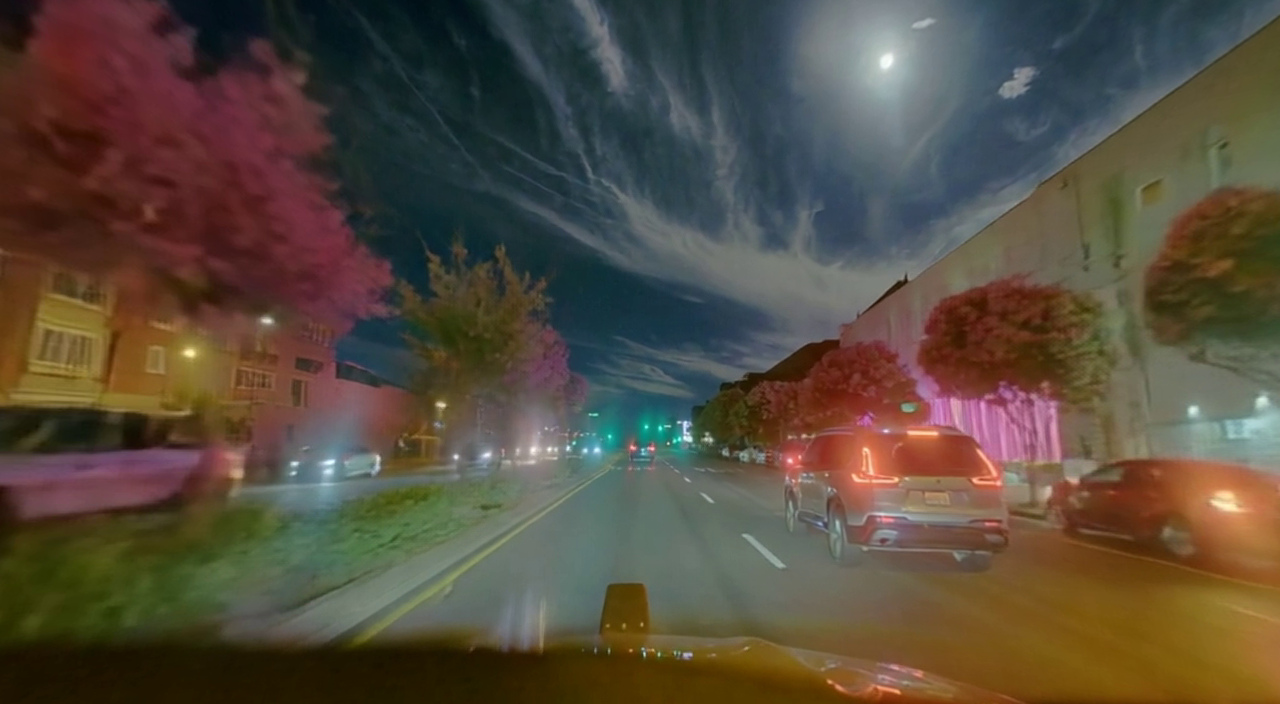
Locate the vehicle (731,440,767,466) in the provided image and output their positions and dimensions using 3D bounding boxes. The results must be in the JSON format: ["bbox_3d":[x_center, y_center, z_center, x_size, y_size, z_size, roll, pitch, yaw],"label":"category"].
[{"bbox_3d":[7.903,7.362,46.090,1.895,1.799,4.265,0,-8,0],"label":"vehicle"}]

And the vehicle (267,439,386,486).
[{"bbox_3d":[-11.371,4.027,23.305,2.053,1.545,4.417,0,-8,1],"label":"vehicle"}]

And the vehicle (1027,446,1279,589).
[{"bbox_3d":[7.651,2.061,8.765,1.821,1.462,4.382,0,-8,1],"label":"vehicle"}]

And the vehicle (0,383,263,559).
[{"bbox_3d":[-8.069,1.535,8.512,2.249,1.898,5.815,0,-8,1],"label":"vehicle"}]

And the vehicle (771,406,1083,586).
[{"bbox_3d":[3.289,1.743,8.513,2.071,1.747,4.549,0,-8,0],"label":"vehicle"}]

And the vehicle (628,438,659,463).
[{"bbox_3d":[0.271,7.366,47.314,2.244,1.813,4.129,0,-8,1],"label":"vehicle"}]

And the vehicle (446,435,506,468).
[{"bbox_3d":[-8.791,5.398,34.233,2.042,1.654,4.504,0,-8,0],"label":"vehicle"}]
